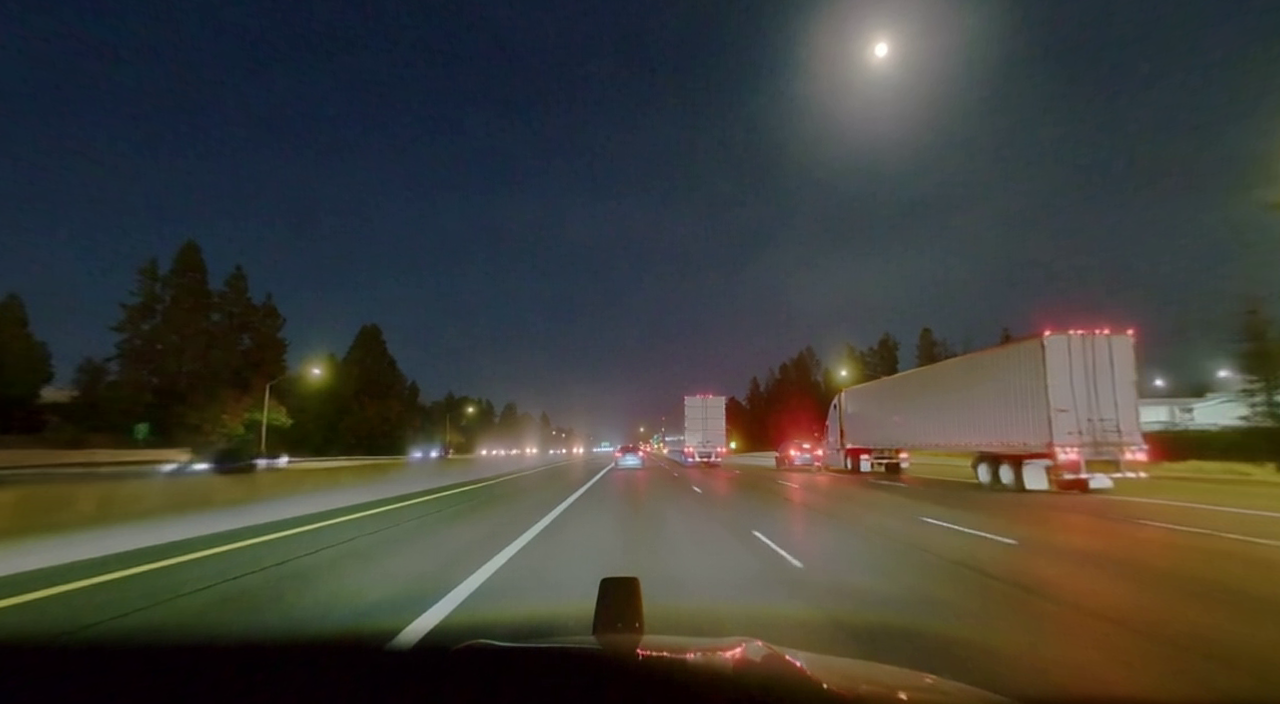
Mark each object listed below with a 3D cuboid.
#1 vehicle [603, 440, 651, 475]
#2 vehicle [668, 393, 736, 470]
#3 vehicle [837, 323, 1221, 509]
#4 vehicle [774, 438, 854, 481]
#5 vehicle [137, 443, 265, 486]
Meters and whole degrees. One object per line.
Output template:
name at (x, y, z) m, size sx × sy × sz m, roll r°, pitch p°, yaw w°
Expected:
vehicle at (-0.581, 5.085, 30.586) m, size 2.163 × 1.551 × 4.180 m, roll 0°, pitch -9°, yaw 0°
vehicle at (3.614, 5.087, 39.536) m, size 2.999 × 4.127 × 10.526 m, roll 0°, pitch -9°, yaw -1°
vehicle at (11.366, 2.700, 22.778) m, size 2.898 × 4.171 × 17.188 m, roll 0°, pitch -9°, yaw 0°
vehicle at (7.310, 4.561, 27.065) m, size 2.154 × 1.658 × 4.347 m, roll 0°, pitch -9°, yaw -1°
vehicle at (-16.667, 4.263, 24.294) m, size 1.781 × 1.477 × 4.274 m, roll 0°, pitch -9°, yaw 1°
